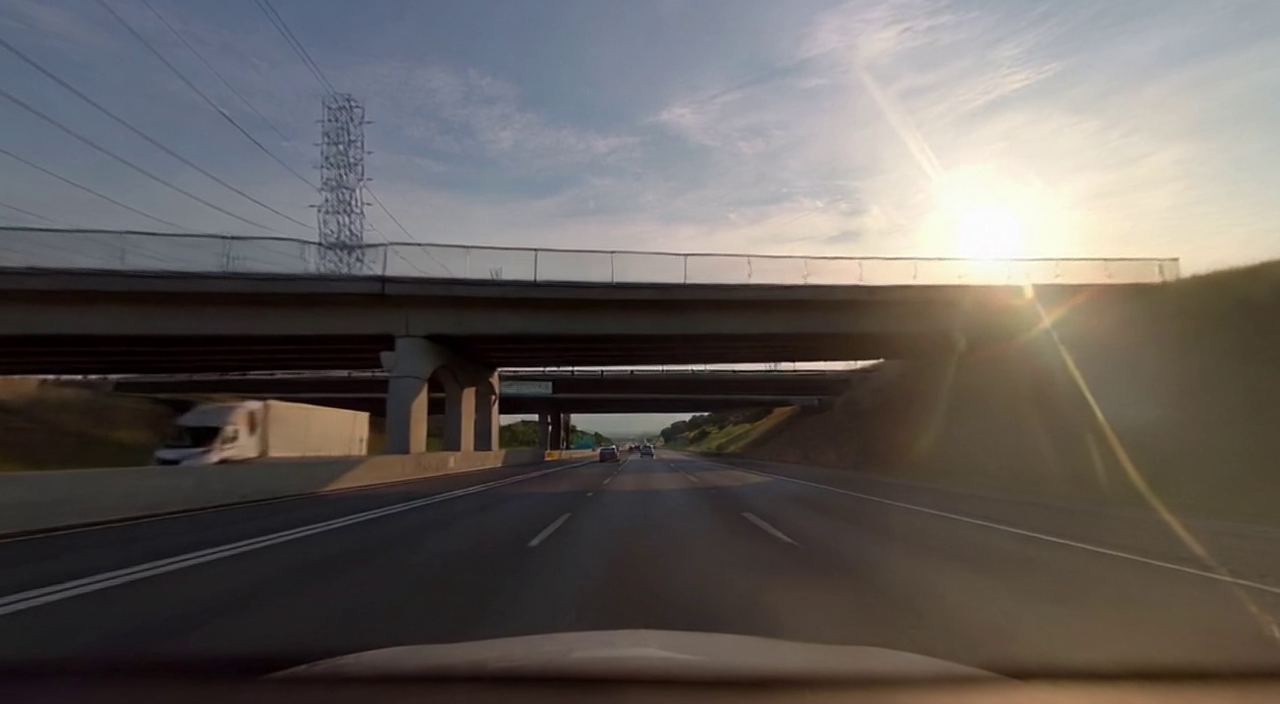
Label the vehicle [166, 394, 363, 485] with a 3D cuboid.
[{"bbox_3d":[-19.691,4.919,34.829,2.890,4.006,13.229,0,-9,0],"label":"vehicle"}]
